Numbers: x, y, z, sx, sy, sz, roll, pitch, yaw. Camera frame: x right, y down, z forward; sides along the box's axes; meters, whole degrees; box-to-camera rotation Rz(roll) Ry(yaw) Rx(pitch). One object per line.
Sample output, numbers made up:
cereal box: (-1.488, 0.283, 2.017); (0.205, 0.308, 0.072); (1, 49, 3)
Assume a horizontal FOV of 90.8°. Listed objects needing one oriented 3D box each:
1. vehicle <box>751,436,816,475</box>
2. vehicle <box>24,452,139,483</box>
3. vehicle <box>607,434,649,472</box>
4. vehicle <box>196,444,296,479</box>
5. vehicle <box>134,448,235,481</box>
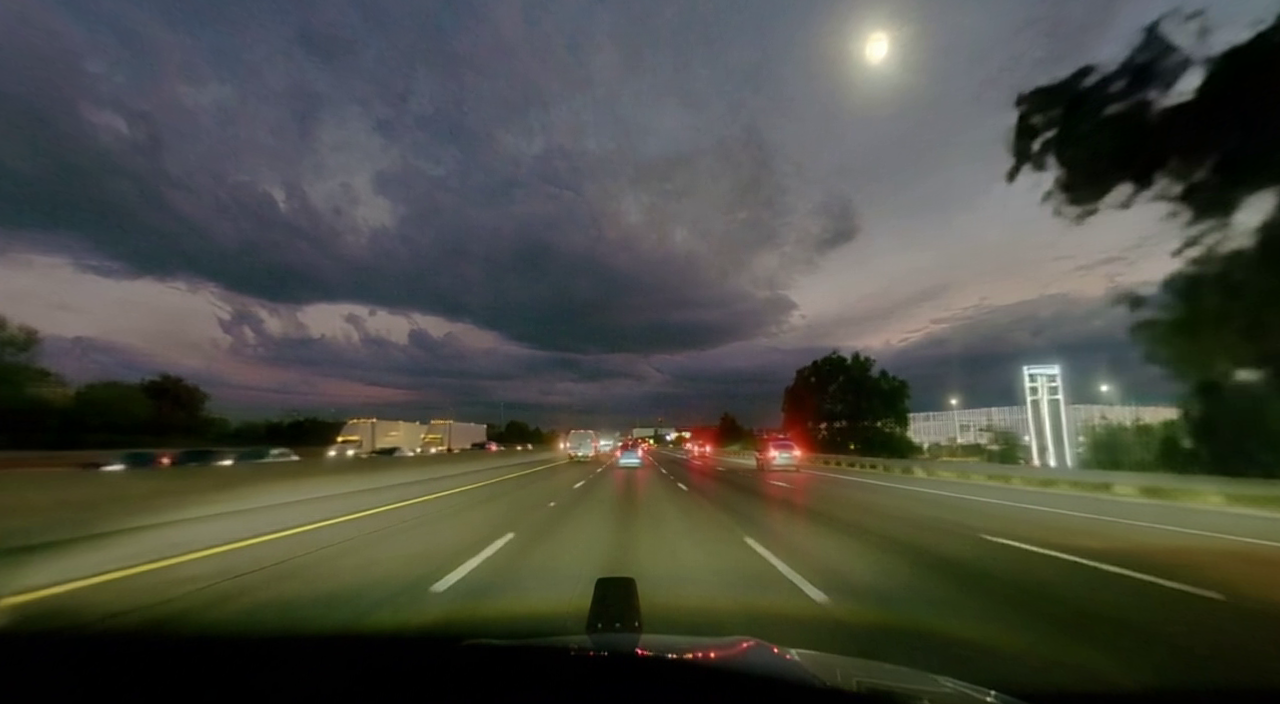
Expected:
vehicle: (6.626, 4.830, 29.669); (1.944, 1.666, 4.184); (0, -9, -1)
vehicle: (-28.945, 5.965, 32.982); (1.833, 1.469, 4.643); (0, -9, -1)
vehicle: (-0.597, 5.164, 32.489); (2.002, 1.759, 4.658); (0, -9, 0)
vehicle: (-17.740, 4.931, 28.691); (2.157, 1.460, 3.702); (0, -9, -1)
vehicle: (-21.345, 5.267, 29.826); (1.869, 1.447, 3.941); (0, -9, -1)
